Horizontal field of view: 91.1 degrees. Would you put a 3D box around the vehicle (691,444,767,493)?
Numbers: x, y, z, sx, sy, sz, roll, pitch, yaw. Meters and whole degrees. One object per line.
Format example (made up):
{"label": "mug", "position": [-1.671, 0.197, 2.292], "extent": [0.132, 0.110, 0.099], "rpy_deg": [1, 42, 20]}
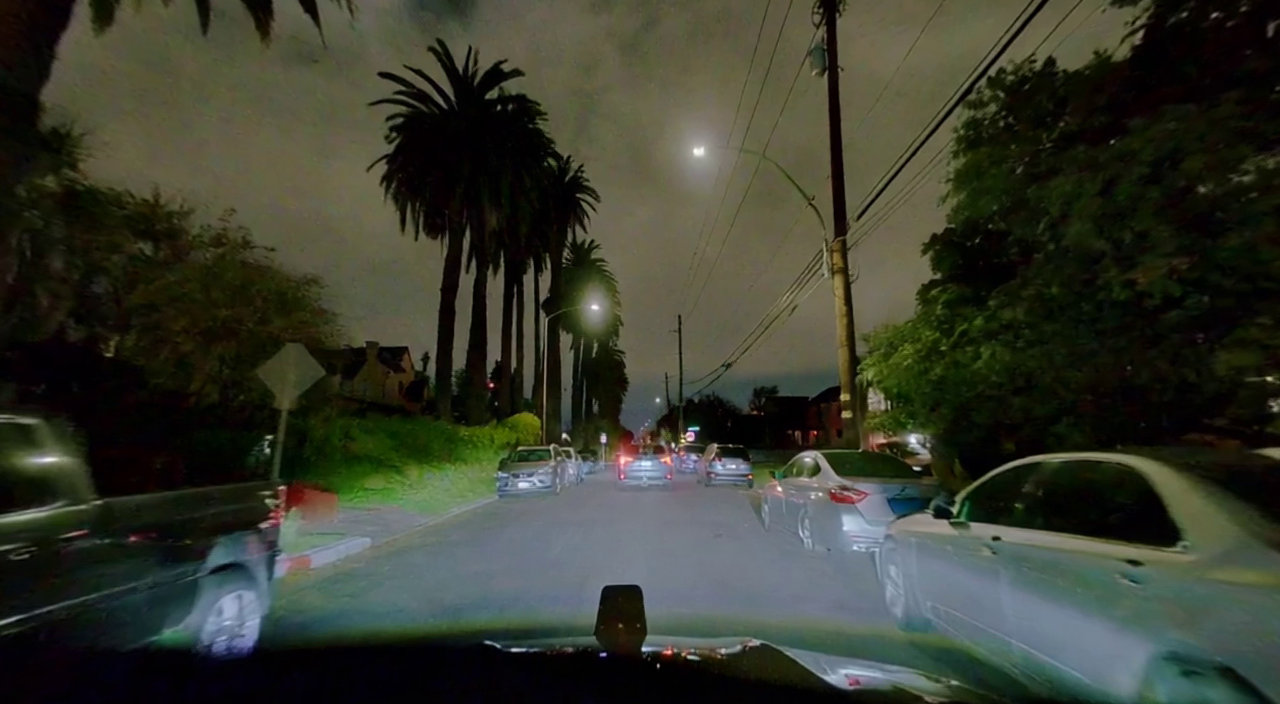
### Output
{"label": "vehicle", "position": [3.079, 4.114, 22.618], "extent": [1.967, 1.563, 4.237], "rpy_deg": [0, -8, -2]}

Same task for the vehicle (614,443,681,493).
{"label": "vehicle", "position": [0.248, 3.805, 20.979], "extent": [2.010, 1.499, 4.107], "rpy_deg": [0, -8, 1]}

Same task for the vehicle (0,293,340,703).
{"label": "vehicle", "position": [-3.046, 0.733, 1.954], "extent": [2.044, 1.797, 4.650], "rpy_deg": [-1, -10, -2]}

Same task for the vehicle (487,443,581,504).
{"label": "vehicle", "position": [-2.917, 3.441, 18.306], "extent": [1.877, 1.521, 4.348], "rpy_deg": [0, -8, 2]}

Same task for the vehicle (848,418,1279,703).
{"label": "vehicle", "position": [2.893, 1.211, 3.583], "extent": [1.869, 1.505, 4.397], "rpy_deg": [0, -8, 0]}
